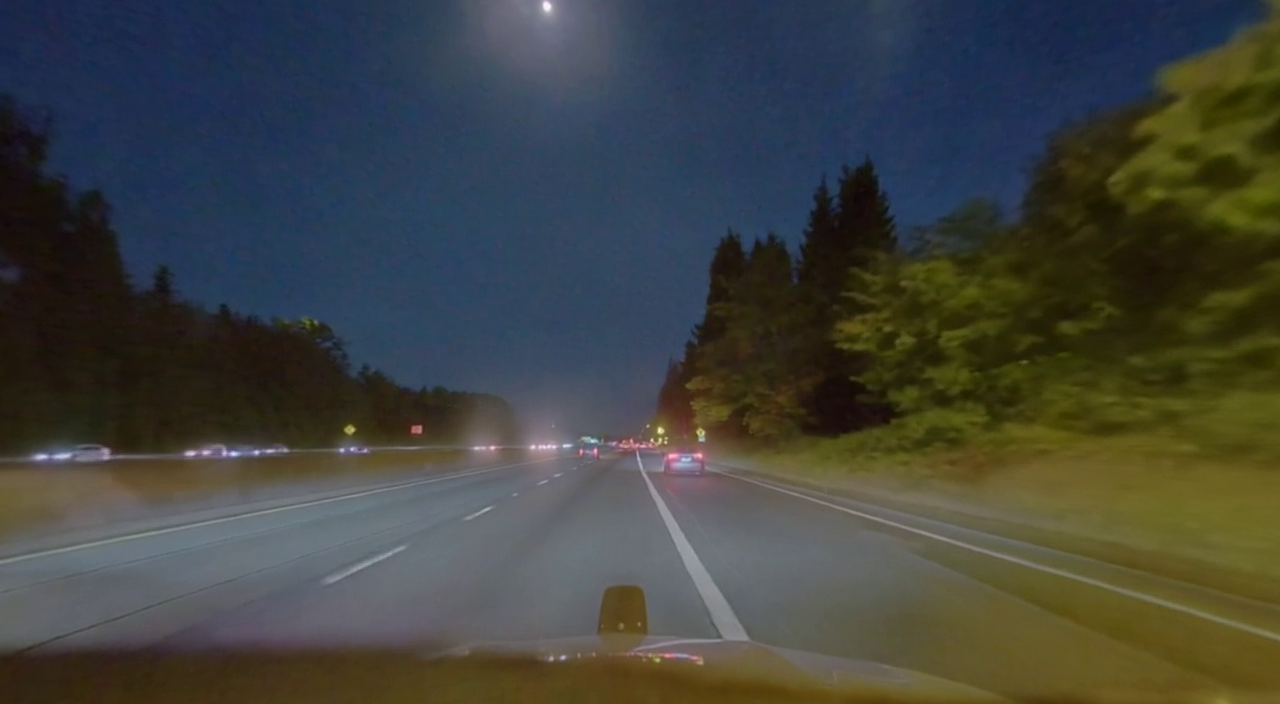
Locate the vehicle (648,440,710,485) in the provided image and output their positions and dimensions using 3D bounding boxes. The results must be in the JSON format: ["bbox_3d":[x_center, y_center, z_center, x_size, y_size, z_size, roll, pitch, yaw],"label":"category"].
[{"bbox_3d":[1.328,4.010,23.100,1.960,1.456,3.818,0,-9,-1],"label":"vehicle"}]

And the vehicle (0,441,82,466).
[{"bbox_3d":[-37.301,6.315,39.247,1.768,1.444,3.802,0,-9,-5],"label":"vehicle"}]
